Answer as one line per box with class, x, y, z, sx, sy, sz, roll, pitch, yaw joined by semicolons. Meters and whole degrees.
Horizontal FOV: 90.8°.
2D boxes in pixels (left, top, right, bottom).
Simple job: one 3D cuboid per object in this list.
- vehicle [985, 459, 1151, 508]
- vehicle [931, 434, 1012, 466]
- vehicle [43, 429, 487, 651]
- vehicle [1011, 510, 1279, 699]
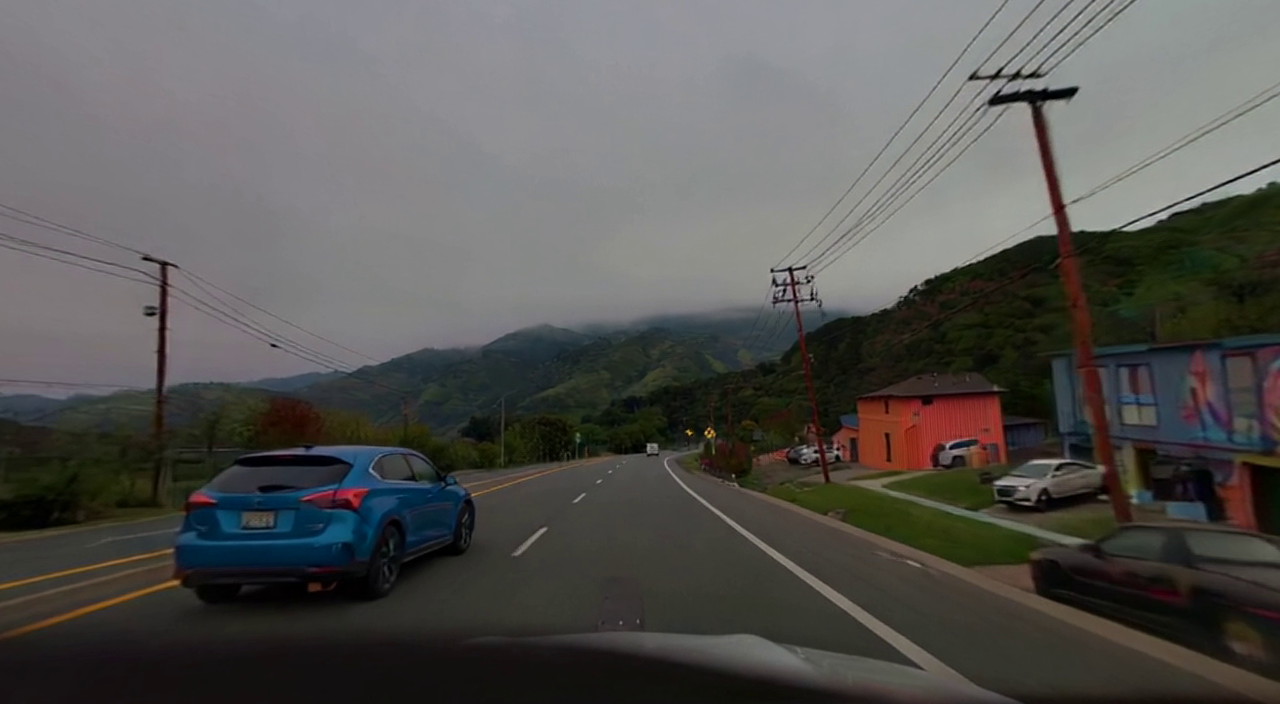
vehicle;16.829;5.174;25.069;4.995;1.794;2.020;-1;-8;4
vehicle;24.065;7.092;45.820;5.478;1.869;2.206;1;-11;-27
vehicle;-3.074;1.592;6.458;1.972;1.496;4.150;0;-8;0
vehicle;7.295;3.190;8.735;1.976;1.563;3.852;0;-8;0
